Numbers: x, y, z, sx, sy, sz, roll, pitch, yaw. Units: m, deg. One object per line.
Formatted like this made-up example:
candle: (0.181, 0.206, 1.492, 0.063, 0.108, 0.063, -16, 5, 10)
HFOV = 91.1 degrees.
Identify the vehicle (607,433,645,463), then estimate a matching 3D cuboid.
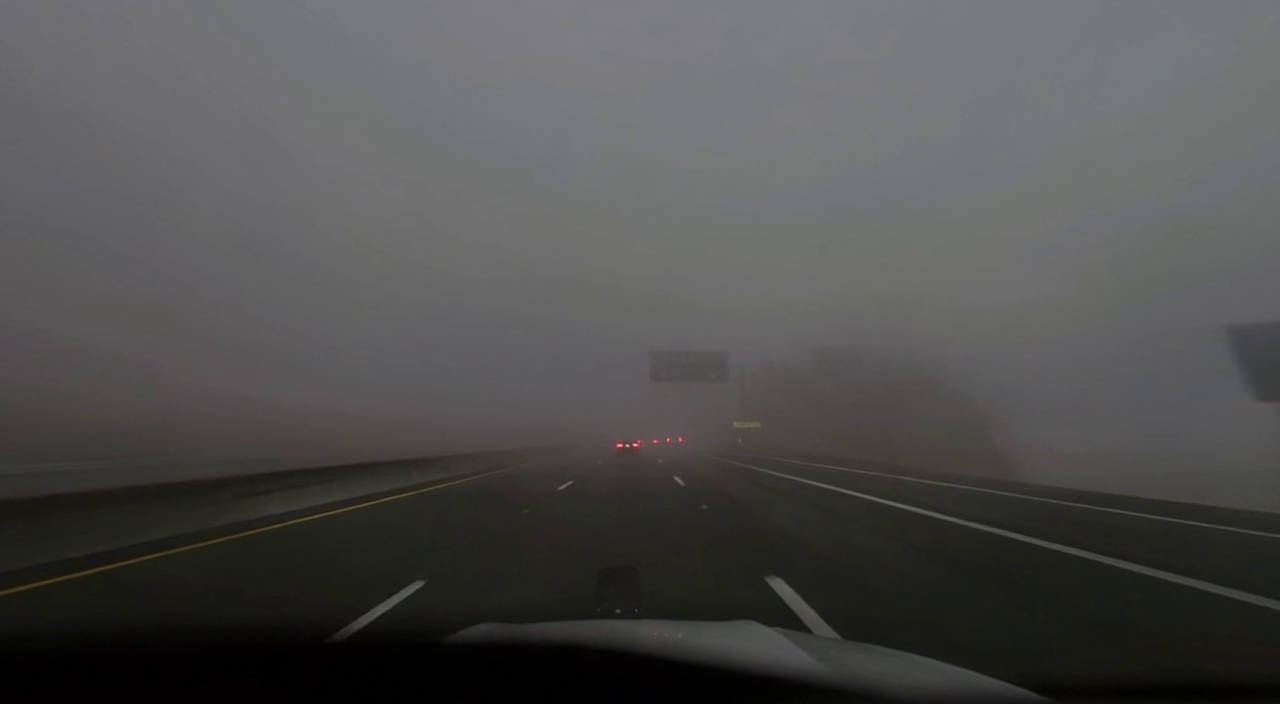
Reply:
vehicle: (-0.780, 5.424, 35.784, 2.039, 1.589, 4.324, 0, -8, -1)
